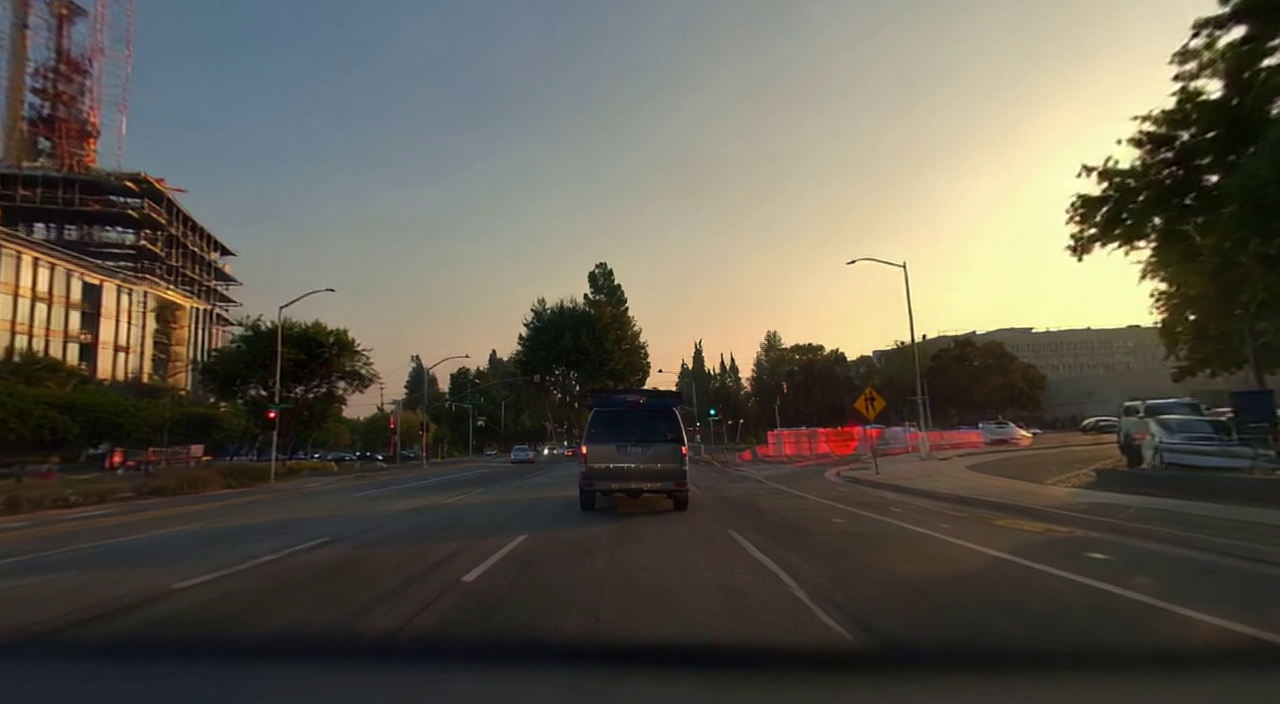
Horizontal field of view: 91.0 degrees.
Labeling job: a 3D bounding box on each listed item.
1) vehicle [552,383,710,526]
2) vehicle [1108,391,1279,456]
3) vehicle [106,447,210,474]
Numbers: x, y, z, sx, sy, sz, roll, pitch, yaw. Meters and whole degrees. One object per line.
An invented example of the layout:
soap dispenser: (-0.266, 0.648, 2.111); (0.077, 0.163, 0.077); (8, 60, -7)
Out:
vehicle: (-0.288, 1.956, 12.369); (2.350, 2.122, 5.801); (0, -8, -3)
vehicle: (14.798, 1.800, 15.539); (4.986, 1.467, 2.025); (-6, -10, 33)
vehicle: (-36.120, 8.148, 47.320); (5.755, 1.945, 2.403); (0, -8, -1)
